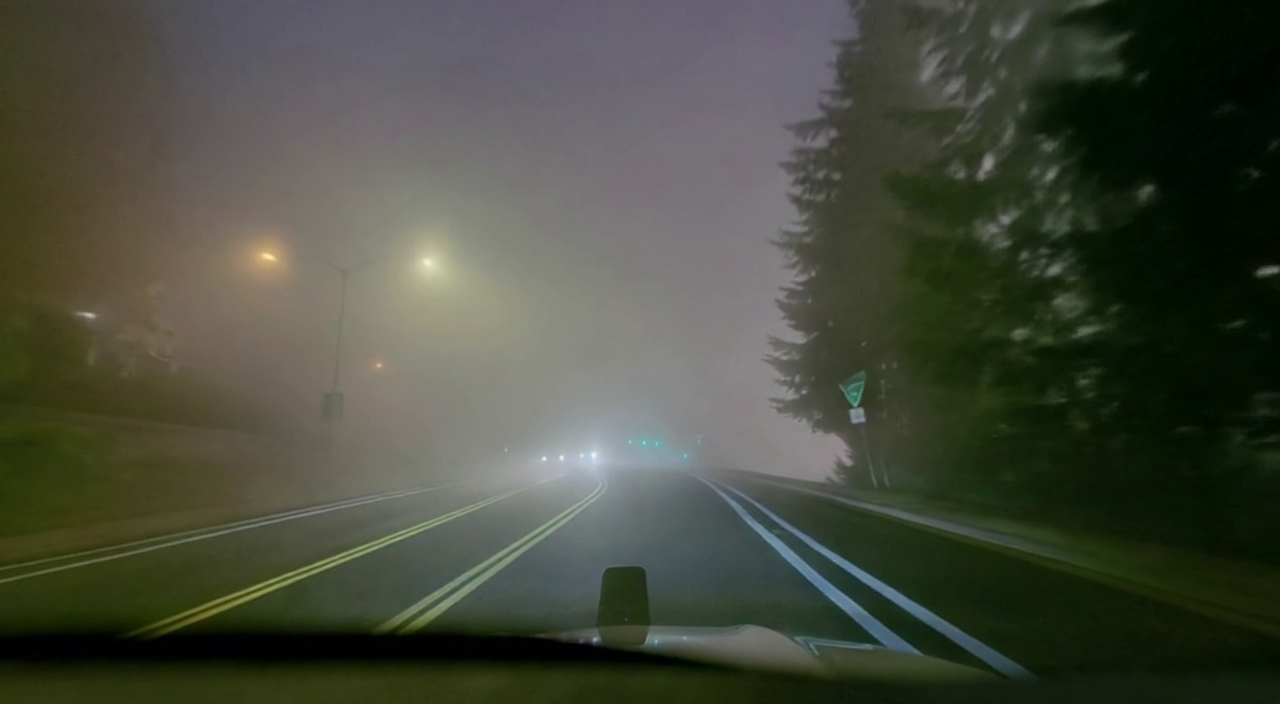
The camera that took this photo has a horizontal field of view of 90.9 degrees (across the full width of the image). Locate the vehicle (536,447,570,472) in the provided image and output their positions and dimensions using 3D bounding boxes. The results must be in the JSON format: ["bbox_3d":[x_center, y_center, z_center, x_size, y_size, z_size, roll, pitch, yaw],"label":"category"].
[{"bbox_3d":[-6.368,7.953,46.765,1.972,1.684,4.144,0,-8,0],"label":"vehicle"}]
